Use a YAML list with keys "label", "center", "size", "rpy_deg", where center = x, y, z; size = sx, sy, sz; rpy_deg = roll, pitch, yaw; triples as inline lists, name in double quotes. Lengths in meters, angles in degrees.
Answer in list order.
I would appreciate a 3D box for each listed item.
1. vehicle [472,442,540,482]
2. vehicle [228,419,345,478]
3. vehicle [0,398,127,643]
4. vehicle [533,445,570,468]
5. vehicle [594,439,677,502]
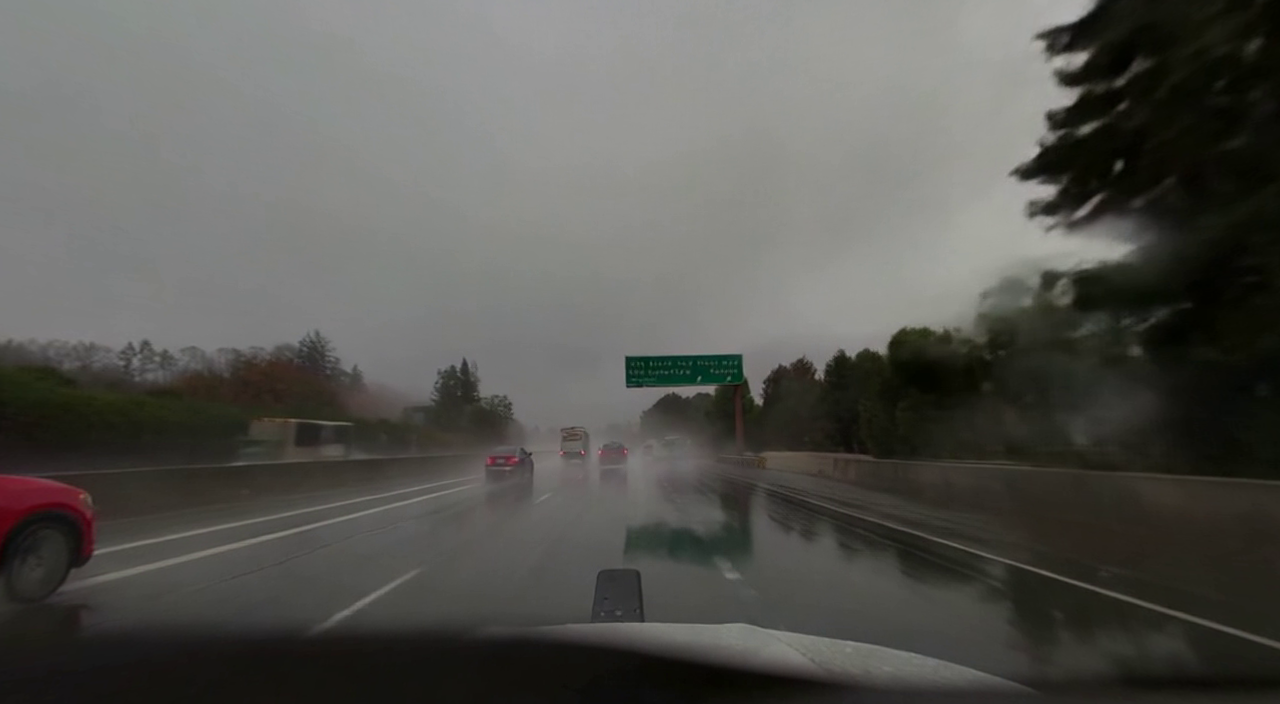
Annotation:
- label: "vehicle"
  center: [-5.415, 4.485, 25.908]
  size: [1.892, 1.481, 4.180]
  rpy_deg: [0, -9, 0]
- label: "vehicle"
  center: [-17.515, 4.840, 31.643]
  size: [2.546, 2.647, 5.845]
  rpy_deg: [0, -9, -1]
- label: "vehicle"
  center: [-5.284, 0.960, 3.106]
  size: [2.058, 1.626, 4.118]
  rpy_deg: [0, -9, -2]
- label: "vehicle"
  center: [-5.735, 6.831, 41.116]
  size: [1.814, 1.417, 3.860]
  rpy_deg: [0, -9, 0]
- label: "vehicle"
  center: [-0.143, 3.066, 16.568]
  size: [1.940, 1.451, 3.512]
  rpy_deg: [0, -9, -1]
